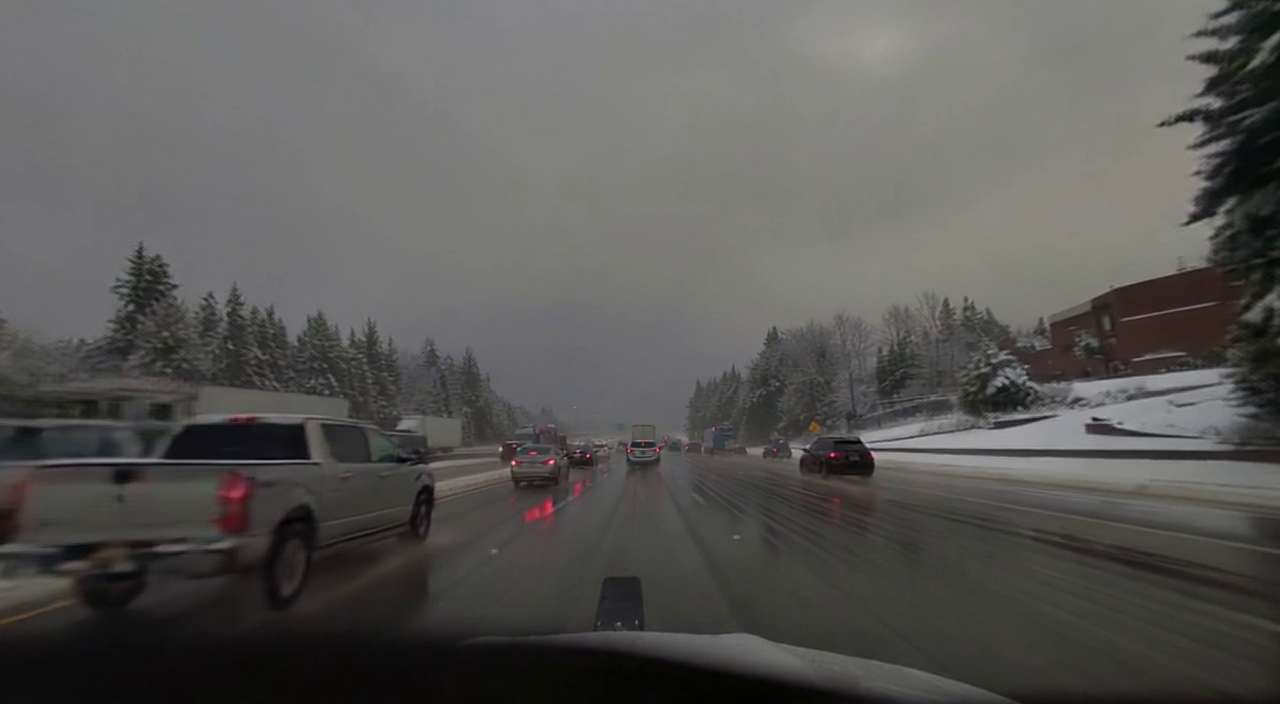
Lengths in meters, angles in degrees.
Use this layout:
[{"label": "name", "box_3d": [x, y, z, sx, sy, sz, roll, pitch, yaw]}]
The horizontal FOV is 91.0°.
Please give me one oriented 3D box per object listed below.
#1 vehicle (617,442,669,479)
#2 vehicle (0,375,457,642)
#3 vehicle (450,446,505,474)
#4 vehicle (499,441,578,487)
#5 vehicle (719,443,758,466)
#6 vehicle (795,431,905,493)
[{"label": "vehicle", "box_3d": [0.123, 4.639, 27.170, 2.053, 1.461, 3.941, 0, -9, 0]}, {"label": "vehicle", "box_3d": [-3.570, 1.357, 6.419, 2.012, 1.734, 4.510, 0, -9, 0]}, {"label": "vehicle", "box_3d": [-8.936, 5.949, 34.917, 1.827, 1.472, 3.962, -1, -9, 3]}, {"label": "vehicle", "box_3d": [-3.472, 3.940, 22.417, 2.025, 1.449, 4.190, 0, -9, 1]}, {"label": "vehicle", "box_3d": [6.544, 6.822, 42.023, 1.895, 1.488, 4.254, 0, -9, 0]}, {"label": "vehicle", "box_3d": [6.550, 3.477, 20.222, 1.992, 1.745, 4.329, 0, -9, -1]}]
